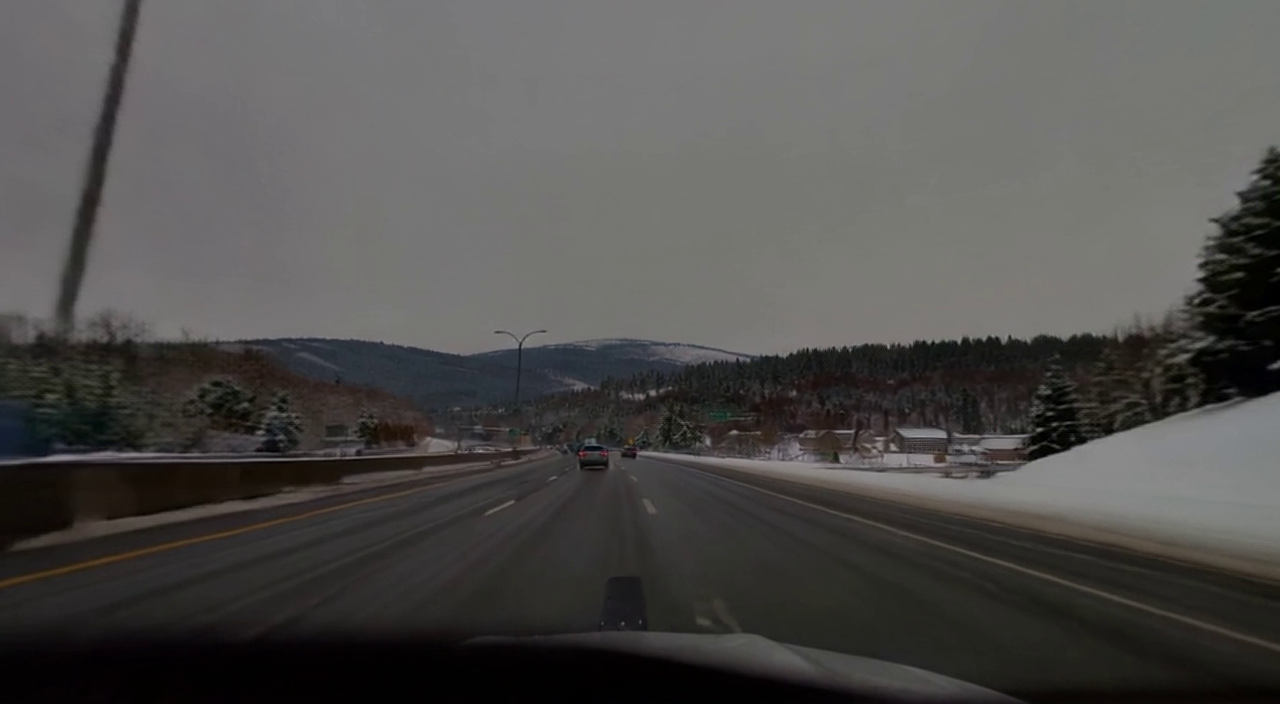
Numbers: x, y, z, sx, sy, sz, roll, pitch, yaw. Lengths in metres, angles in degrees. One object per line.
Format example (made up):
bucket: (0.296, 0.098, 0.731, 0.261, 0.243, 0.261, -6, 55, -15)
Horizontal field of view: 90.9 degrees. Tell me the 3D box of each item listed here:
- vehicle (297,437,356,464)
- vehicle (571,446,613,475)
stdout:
vehicle: (-23.564, 7.436, 47.657, 2.112, 1.852, 4.999, 0, -9, -3)
vehicle: (-2.621, 5.981, 35.048, 2.193, 1.497, 4.337, 0, -9, -3)
